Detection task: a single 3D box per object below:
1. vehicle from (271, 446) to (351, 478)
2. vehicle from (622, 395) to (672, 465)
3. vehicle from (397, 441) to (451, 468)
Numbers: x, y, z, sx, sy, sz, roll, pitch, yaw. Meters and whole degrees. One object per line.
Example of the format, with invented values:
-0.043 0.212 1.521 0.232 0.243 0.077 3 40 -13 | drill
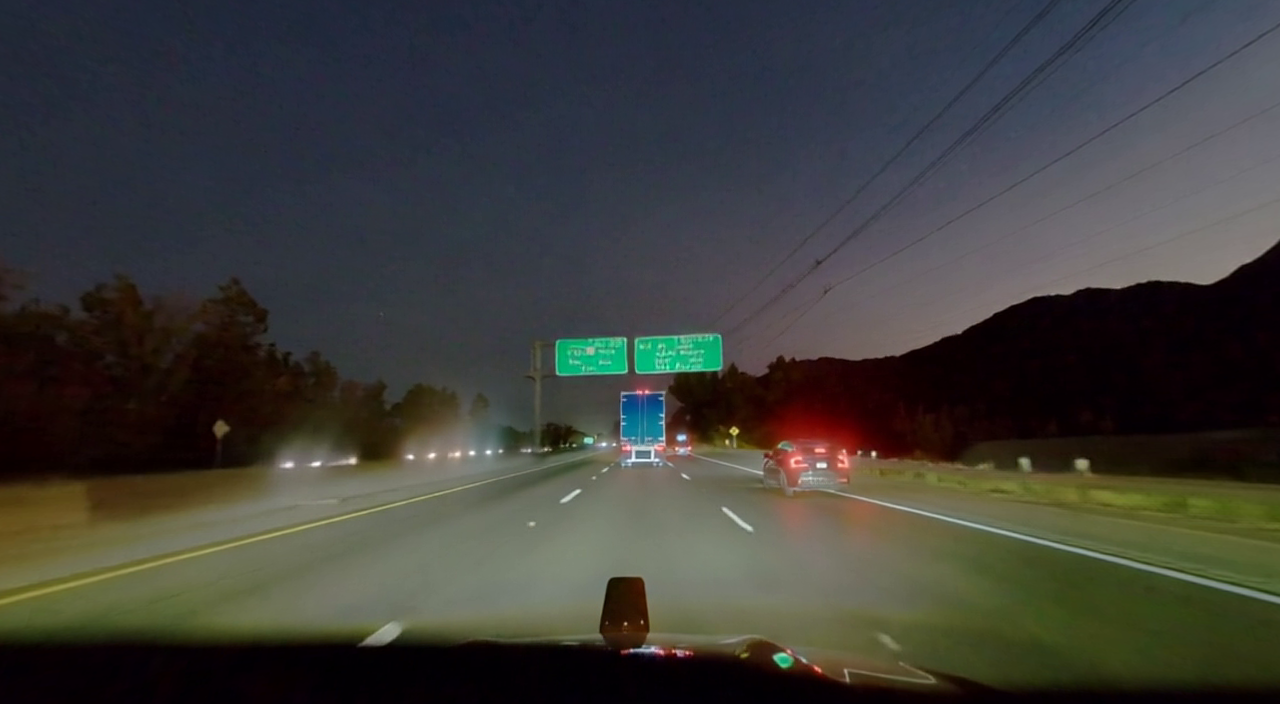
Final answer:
-19.699 6.547 37.971 2.178 1.774 4.795 0 -8 0 | vehicle
0.332 5.404 42.765 2.919 4.101 11.541 0 -8 -1 | vehicle
-15.811 7.510 46.414 2.107 1.872 5.115 0 -8 1 | vehicle
